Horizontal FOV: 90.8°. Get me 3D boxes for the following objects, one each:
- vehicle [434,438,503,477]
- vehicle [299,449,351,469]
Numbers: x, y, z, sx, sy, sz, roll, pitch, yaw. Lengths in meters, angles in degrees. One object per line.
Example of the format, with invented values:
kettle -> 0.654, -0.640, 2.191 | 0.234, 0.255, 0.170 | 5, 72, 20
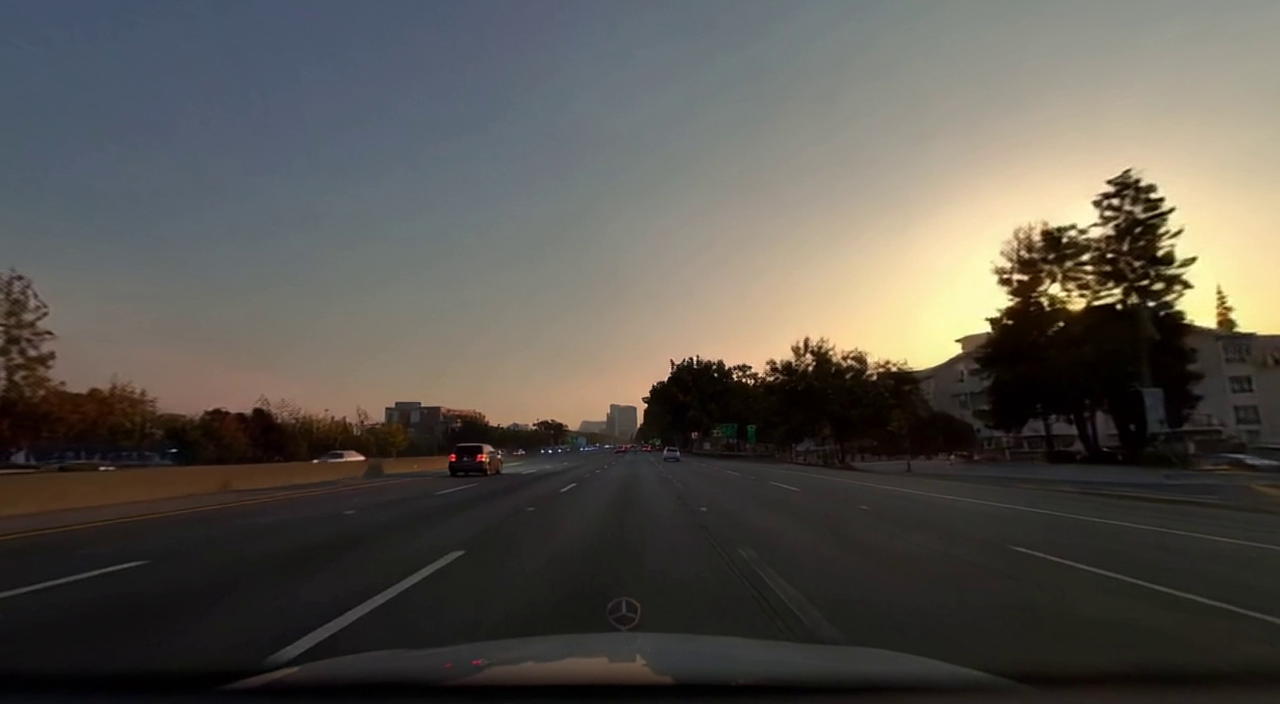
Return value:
vehicle -> -8.077, 4.986, 30.141 | 2.089, 1.724, 4.327 | 0, -9, 0
vehicle -> -24.791, 8.408, 49.917 | 1.786, 1.482, 4.453 | 0, -8, 0
